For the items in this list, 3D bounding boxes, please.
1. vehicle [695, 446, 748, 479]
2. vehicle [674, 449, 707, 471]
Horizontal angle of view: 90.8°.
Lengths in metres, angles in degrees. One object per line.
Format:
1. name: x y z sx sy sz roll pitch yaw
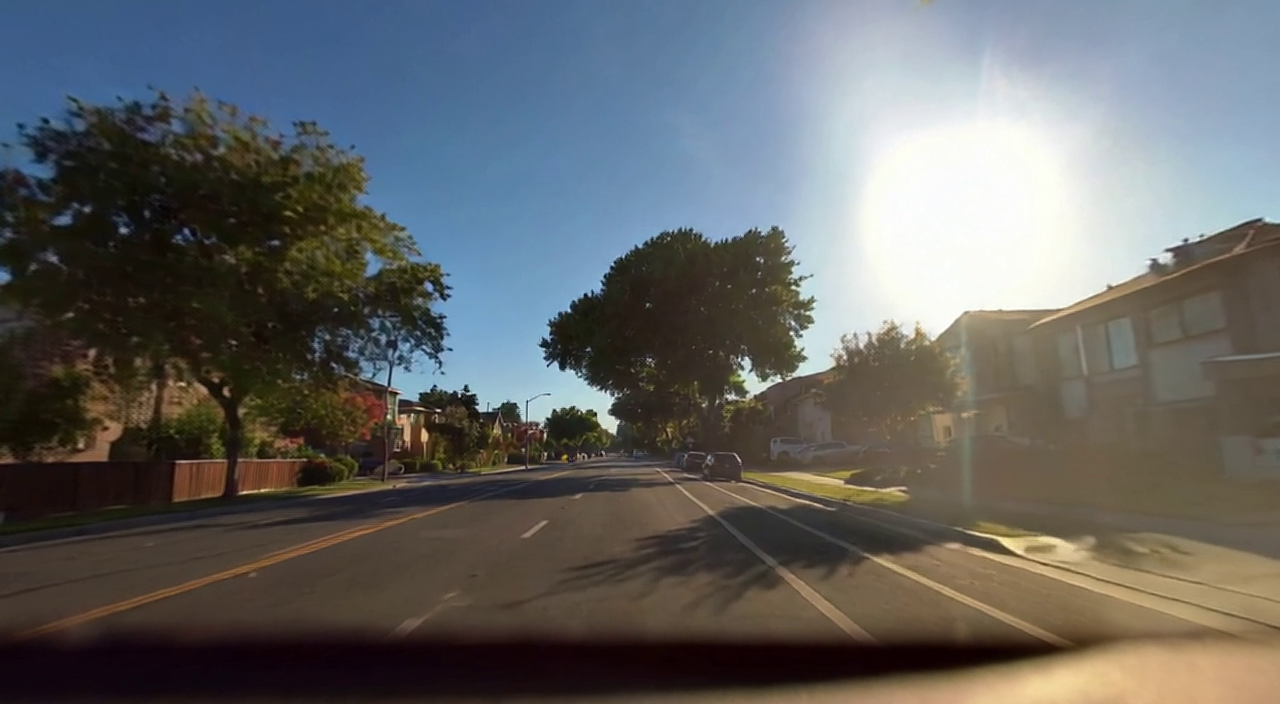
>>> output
1. vehicle: 4.177 5.770 33.160 1.971 1.558 4.895 0 -10 -2
2. vehicle: 3.868 8.347 49.009 1.938 1.464 4.390 0 -8 -4
